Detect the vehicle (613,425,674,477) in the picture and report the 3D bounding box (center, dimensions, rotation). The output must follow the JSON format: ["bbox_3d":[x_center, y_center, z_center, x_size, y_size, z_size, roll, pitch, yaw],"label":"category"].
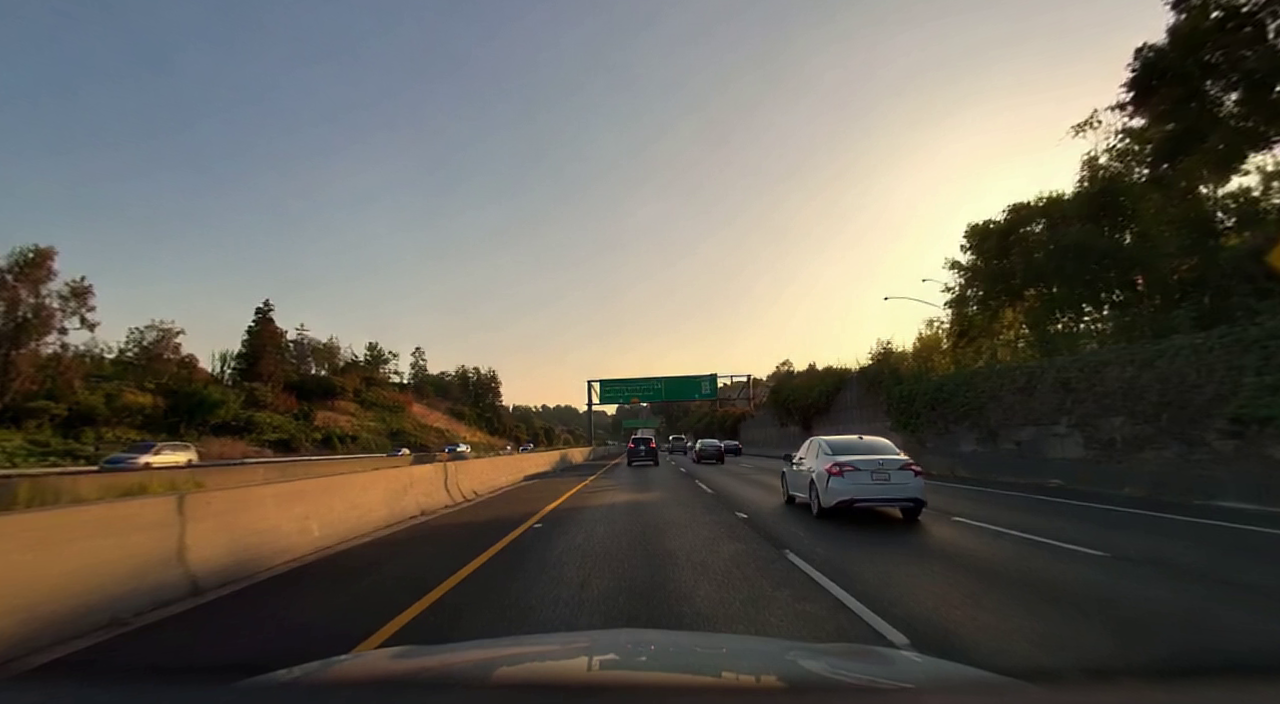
[{"bbox_3d":[0.136,3.862,24.805,2.189,1.852,4.038,0,-8,0],"label":"vehicle"}]

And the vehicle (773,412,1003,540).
[{"bbox_3d":[3.739,1.956,10.575,2.003,1.661,4.418,0,-8,-1],"label":"vehicle"}]

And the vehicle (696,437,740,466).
[{"bbox_3d":[4.213,5.458,34.726,1.825,1.487,4.034,0,-8,-1],"label":"vehicle"}]

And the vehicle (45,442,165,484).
[{"bbox_3d":[-26.712,5.516,31.756,2.005,1.908,4.590,0,-8,-1],"label":"vehicle"}]
